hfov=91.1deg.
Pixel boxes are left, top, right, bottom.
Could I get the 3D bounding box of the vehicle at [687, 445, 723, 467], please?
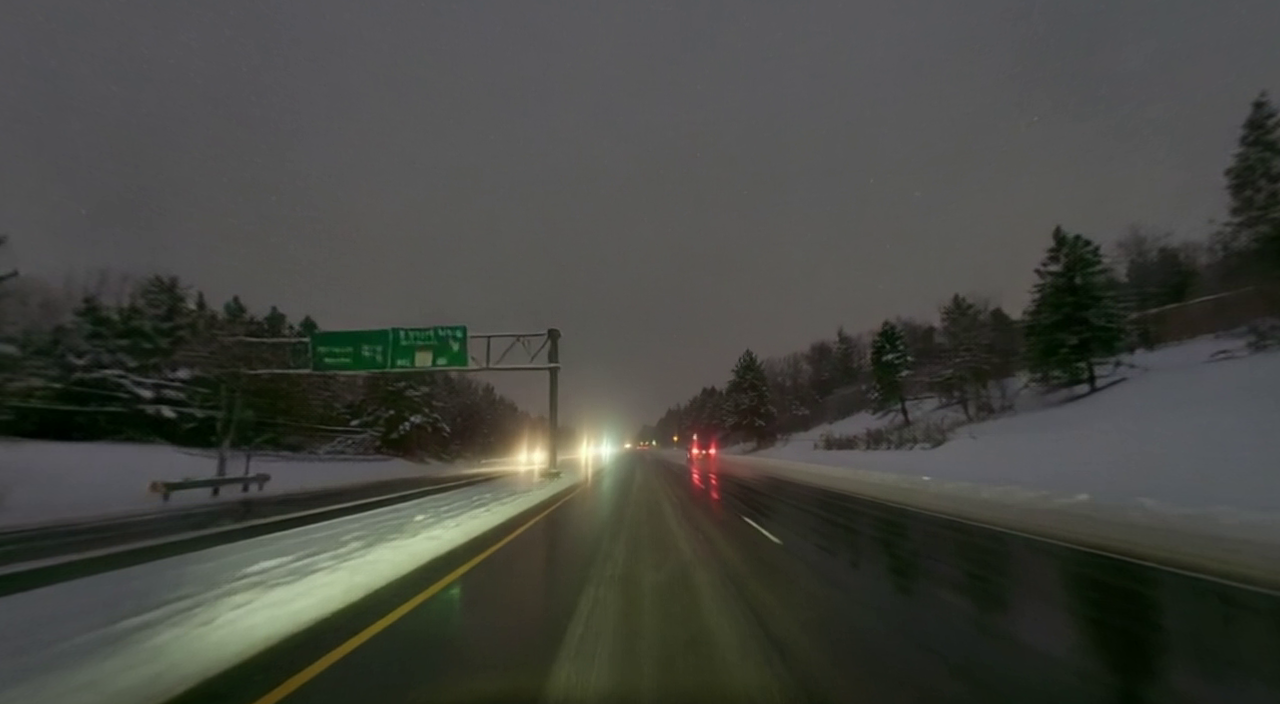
[{"bbox_3d":[4.287,6.890,41.787,1.923,1.408,3.835,0,-9,-1],"label":"vehicle"}]
